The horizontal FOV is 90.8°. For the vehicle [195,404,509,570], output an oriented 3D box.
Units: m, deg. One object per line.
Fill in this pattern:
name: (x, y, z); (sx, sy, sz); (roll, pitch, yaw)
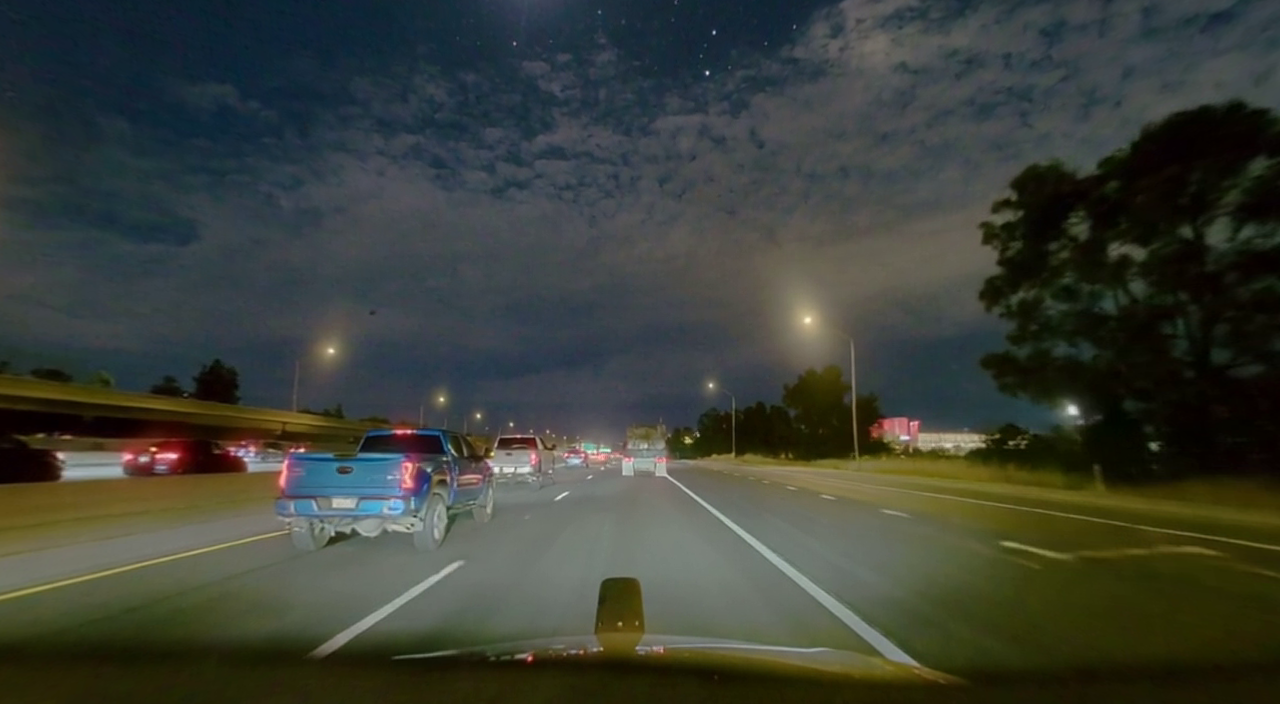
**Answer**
vehicle: (-3.747, 1.877, 9.637); (2.303, 1.835, 5.044); (-1, -8, 1)

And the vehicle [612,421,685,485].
vehicle: (0.227, 4.574, 28.967); (2.886, 2.471, 7.692); (0, -8, -1)

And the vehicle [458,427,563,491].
vehicle: (-4.423, 3.786, 22.758); (2.575, 1.958, 5.730); (0, -8, 0)
